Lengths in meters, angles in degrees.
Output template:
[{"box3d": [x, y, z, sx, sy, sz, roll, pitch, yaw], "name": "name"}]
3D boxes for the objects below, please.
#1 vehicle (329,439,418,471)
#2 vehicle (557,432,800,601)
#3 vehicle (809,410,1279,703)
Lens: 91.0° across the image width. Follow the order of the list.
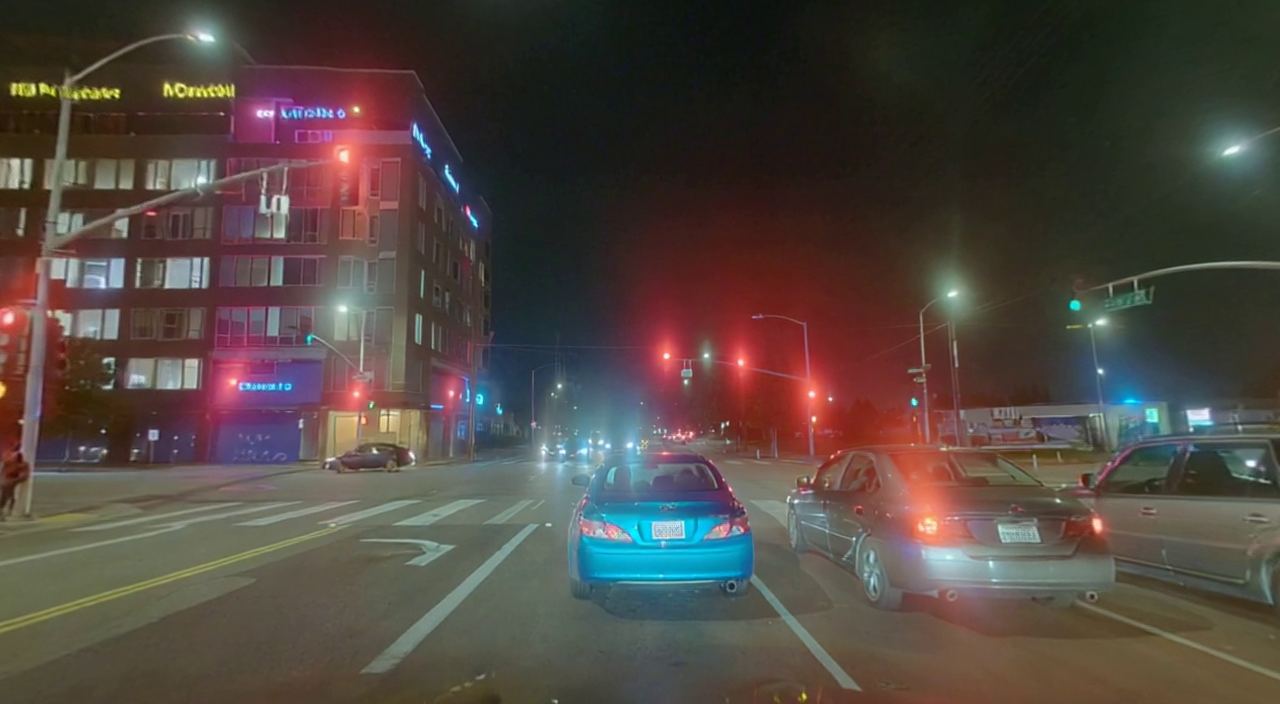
[{"box3d": [-14.347, 5.544, 33.974, 3.912, 1.596, 2.030, 7, -11, -38], "name": "vehicle"}, {"box3d": [0.275, 1.745, 7.625, 2.132, 1.464, 4.089, 0, -8, -2], "name": "vehicle"}, {"box3d": [2.811, 1.292, 4.585, 1.961, 1.498, 4.356, 0, -8, 0], "name": "vehicle"}]
